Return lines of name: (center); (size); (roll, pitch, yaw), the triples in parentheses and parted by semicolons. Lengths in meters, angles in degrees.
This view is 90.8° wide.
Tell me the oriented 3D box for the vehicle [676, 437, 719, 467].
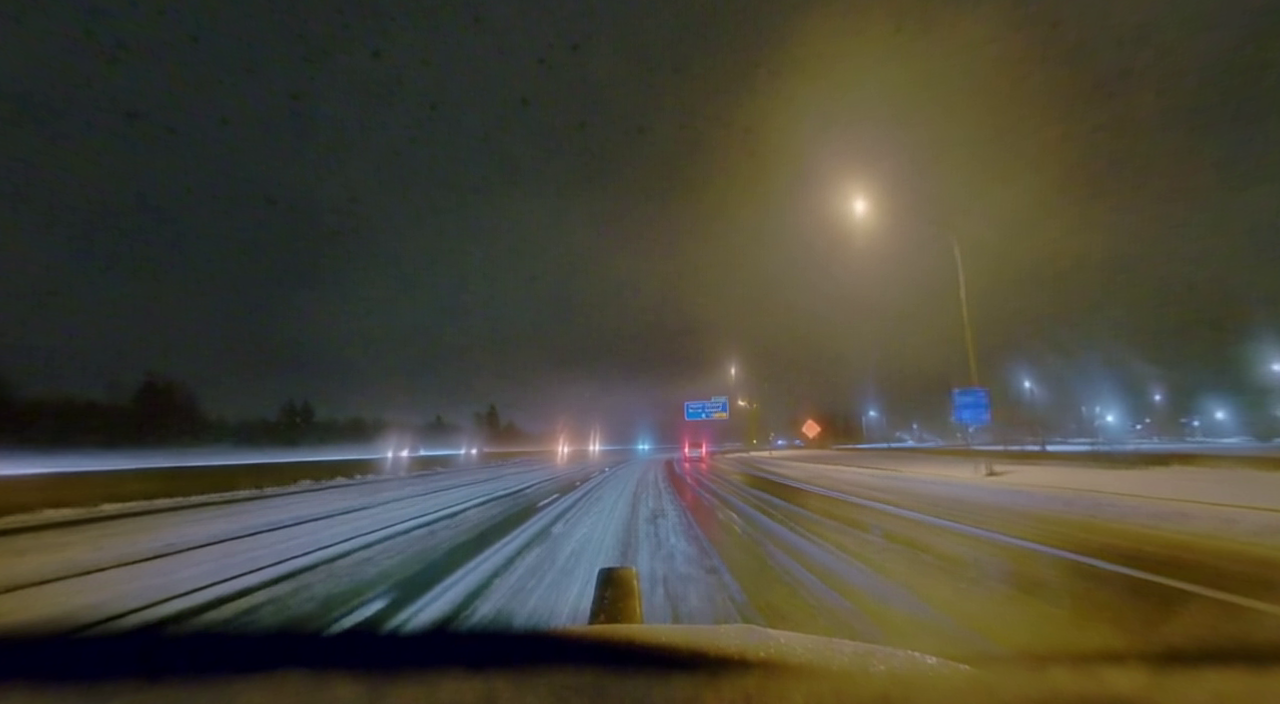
vehicle: (3.527, 6.210, 39.407); (2.224, 1.738, 4.376); (0, -9, 0)
